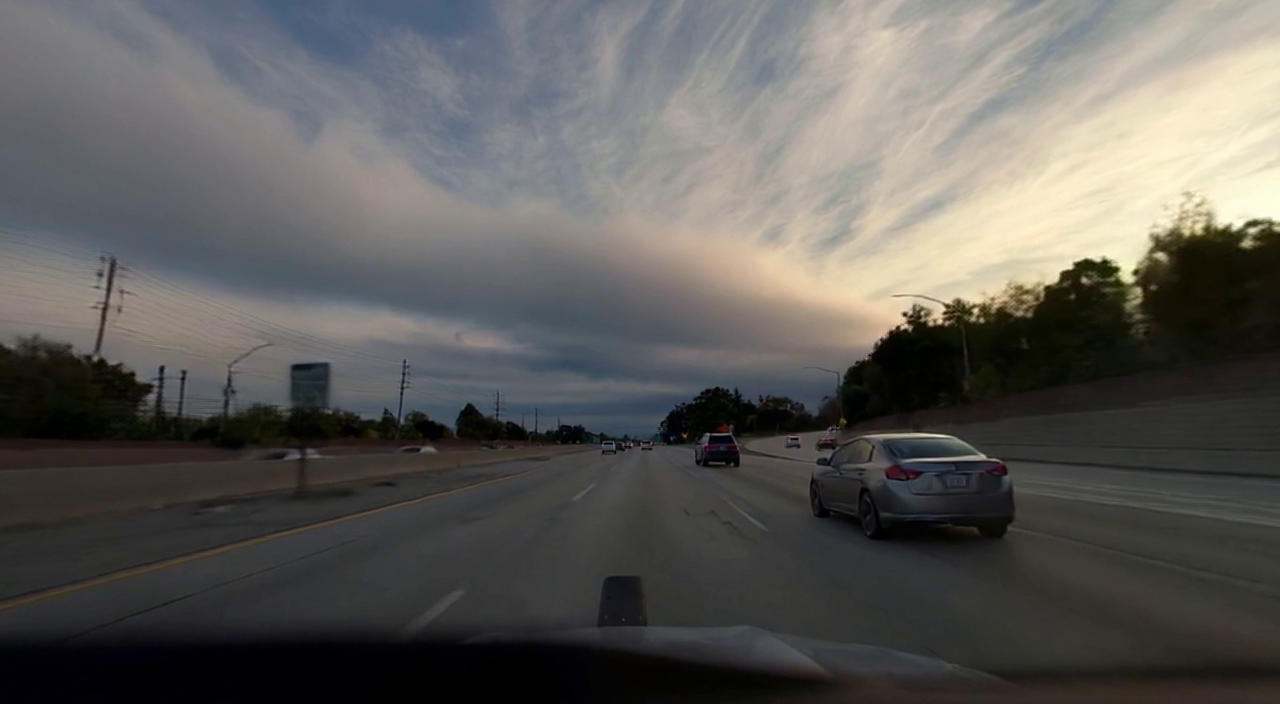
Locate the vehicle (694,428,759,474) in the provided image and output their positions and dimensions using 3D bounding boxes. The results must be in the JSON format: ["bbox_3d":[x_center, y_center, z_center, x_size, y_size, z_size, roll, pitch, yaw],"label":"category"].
[{"bbox_3d":[4.104,4.826,30.963,2.442,2.022,5.466,0,-8,0],"label":"vehicle"}]

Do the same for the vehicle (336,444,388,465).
[{"bbox_3d":[-21.375,7.897,48.703,1.978,1.594,4.424,0,-9,0],"label":"vehicle"}]

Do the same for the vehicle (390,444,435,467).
[{"bbox_3d":[-16.209,7.376,45.062,1.966,1.509,3.808,0,-9,-3],"label":"vehicle"}]

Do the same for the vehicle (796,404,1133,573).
[{"bbox_3d":[3.773,1.677,8.538,2.146,1.639,4.475,0,-8,0],"label":"vehicle"}]

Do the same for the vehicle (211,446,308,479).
[{"bbox_3d":[-18.885,5.488,31.574,2.004,1.492,4.506,-1,-8,1],"label":"vehicle"}]
